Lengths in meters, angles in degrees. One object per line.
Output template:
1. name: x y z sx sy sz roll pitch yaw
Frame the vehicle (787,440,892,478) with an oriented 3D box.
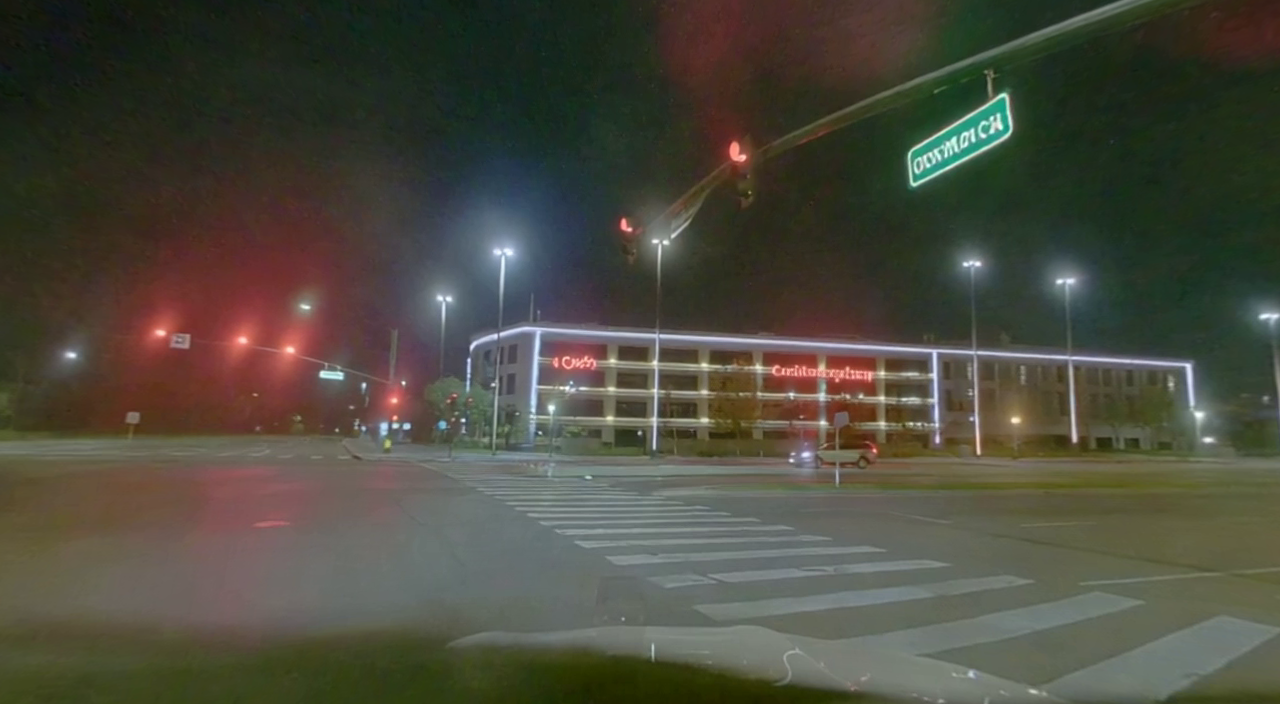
1. vehicle: 10.075 5.354 31.730 4.713 1.775 2.030 3 -9 -20
